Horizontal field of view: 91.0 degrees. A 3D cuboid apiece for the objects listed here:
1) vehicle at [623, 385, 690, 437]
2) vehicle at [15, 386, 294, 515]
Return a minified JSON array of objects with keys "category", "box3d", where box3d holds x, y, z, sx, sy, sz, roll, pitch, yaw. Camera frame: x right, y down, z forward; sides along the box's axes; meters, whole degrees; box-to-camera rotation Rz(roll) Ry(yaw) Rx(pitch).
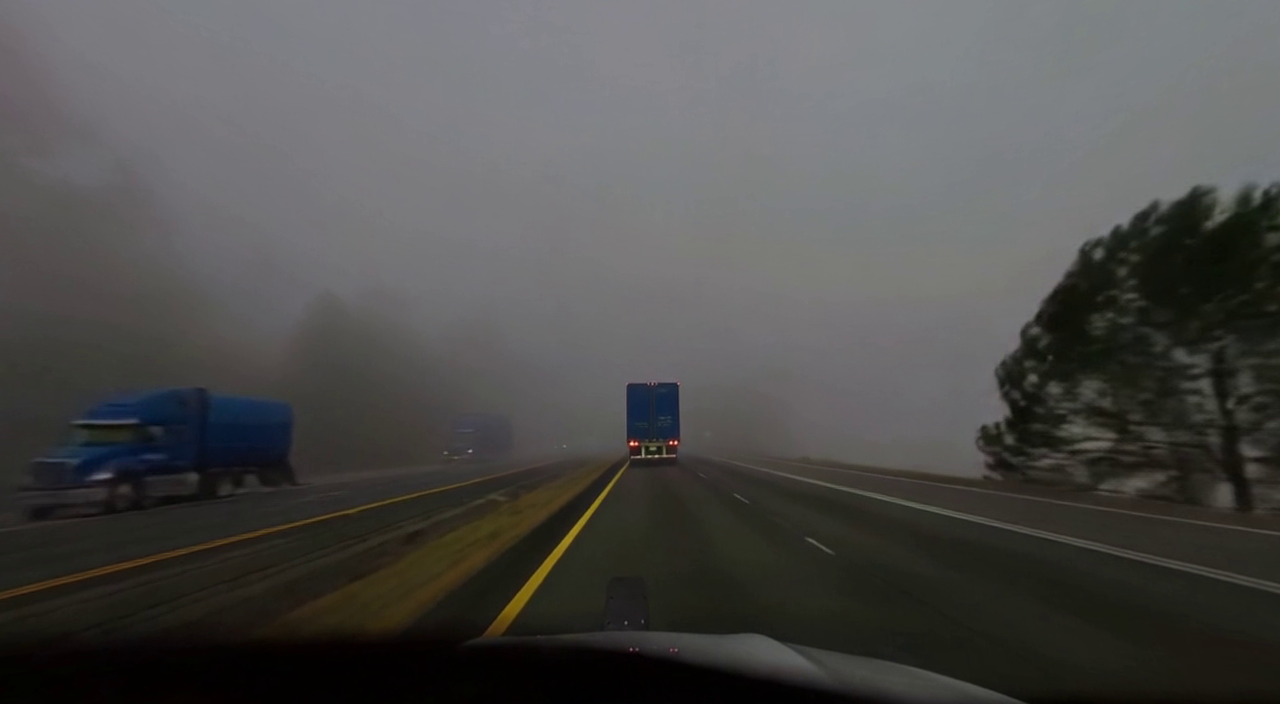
[{"category":"vehicle","box3d":[0.590,2.512,25.853,2.509,1.890,4.732,0,-8,-1]},{"category":"vehicle","box3d":[-14.921,3.133,20.465,2.777,3.361,7.671,0,-8,1]}]
